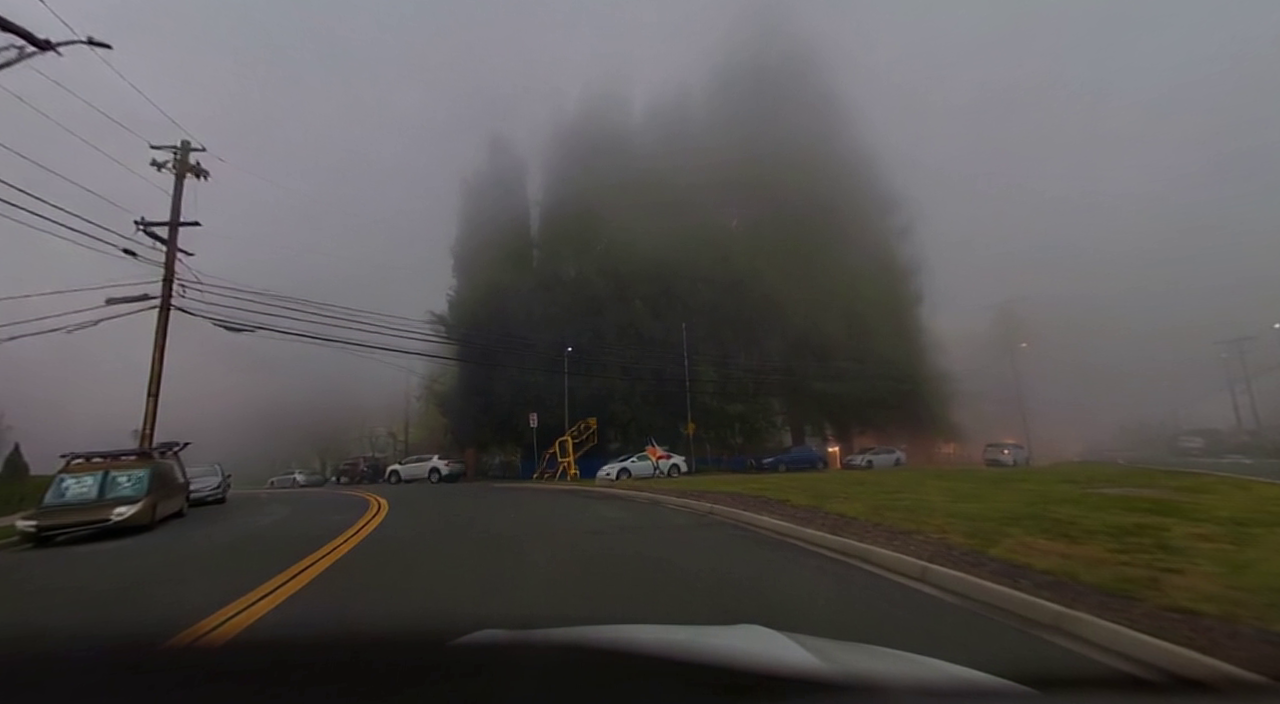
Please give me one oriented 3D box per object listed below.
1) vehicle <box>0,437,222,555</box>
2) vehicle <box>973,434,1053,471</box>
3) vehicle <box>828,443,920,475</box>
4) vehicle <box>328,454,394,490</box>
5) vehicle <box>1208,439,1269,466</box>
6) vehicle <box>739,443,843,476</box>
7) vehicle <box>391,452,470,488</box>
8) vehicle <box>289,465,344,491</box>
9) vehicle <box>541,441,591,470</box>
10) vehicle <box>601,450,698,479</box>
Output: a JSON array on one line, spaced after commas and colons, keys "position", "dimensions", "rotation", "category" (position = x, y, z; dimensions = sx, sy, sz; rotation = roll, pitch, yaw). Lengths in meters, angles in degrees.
[{"position": [-10.577, 2.748, 13.088], "dimensions": [2.059, 1.732, 4.527], "rotation": [1, -5, -19], "category": "vehicle"}, {"position": [23.175, 6.140, 39.207], "dimensions": [4.994, 1.898, 2.267], "rotation": [2, -6, -35], "category": "vehicle"}, {"position": [12.785, 5.809, 34.511], "dimensions": [4.461, 1.417, 1.781], "rotation": [1, -5, -15], "category": "vehicle"}, {"position": [-18.599, 7.909, 41.988], "dimensions": [4.844, 1.974, 2.092], "rotation": [-6, -7, 40], "category": "vehicle"}, {"position": [40.837, 6.826, 43.193], "dimensions": [1.912, 1.455, 4.268], "rotation": [-4, -5, 28], "category": "vehicle"}, {"position": [7.937, 5.643, 33.411], "dimensions": [4.952, 1.472, 1.837], "rotation": [0, -5, -7], "category": "vehicle"}, {"position": [-12.482, 6.962, 37.593], "dimensions": [4.586, 1.784, 1.890], "rotation": [-4, -6, 31], "category": "vehicle"}, {"position": [-23.349, 9.026, 45.528], "dimensions": [4.075, 1.482, 1.789], "rotation": [-5, -6, 35], "category": "vehicle"}, {"position": [-5.317, 7.496, 46.076], "dimensions": [2.164, 1.764, 4.492], "rotation": [-3, -6, 14], "category": "vehicle"}, {"position": [0.543, 5.966, 33.628], "dimensions": [4.966, 1.377, 1.739], "rotation": [-1, -6, 7], "category": "vehicle"}]
